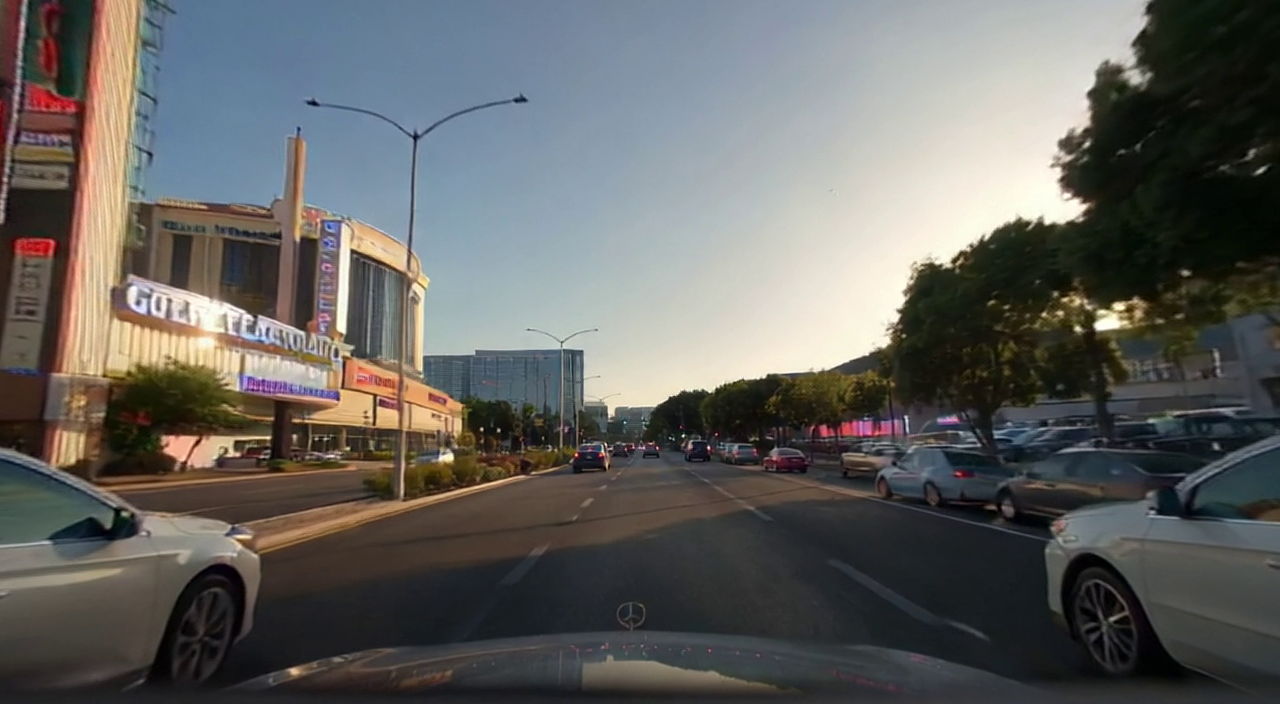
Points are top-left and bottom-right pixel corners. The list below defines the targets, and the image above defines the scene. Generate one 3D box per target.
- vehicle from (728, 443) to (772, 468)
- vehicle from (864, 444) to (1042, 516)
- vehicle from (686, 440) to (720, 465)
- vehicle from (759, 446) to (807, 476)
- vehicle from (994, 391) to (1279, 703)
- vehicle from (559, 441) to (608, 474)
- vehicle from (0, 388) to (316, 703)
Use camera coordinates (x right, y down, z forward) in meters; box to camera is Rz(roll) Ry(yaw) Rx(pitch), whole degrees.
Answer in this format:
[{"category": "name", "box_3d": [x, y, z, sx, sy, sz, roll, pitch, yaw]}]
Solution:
[{"category": "vehicle", "box_3d": [7.535, 7.135, 43.664, 1.918, 1.598, 4.536, 0, -8, -4]}, {"category": "vehicle", "box_3d": [7.377, 3.021, 15.513, 1.976, 1.469, 4.576, 0, -8, -1]}, {"category": "vehicle", "box_3d": [4.487, 7.268, 45.636, 2.007, 1.683, 4.171, 0, -8, -1]}, {"category": "vehicle", "box_3d": [7.543, 5.764, 33.559, 1.654, 1.440, 3.647, 0, -8, -1]}, {"category": "vehicle", "box_3d": [3.315, 0.823, 1.809, 1.981, 1.499, 4.536, 0, -8, 1]}, {"category": "vehicle", "box_3d": [-2.737, 5.210, 31.384, 1.917, 1.511, 4.436, -1, -8, 1]}, {"category": "vehicle", "box_3d": [-3.328, 0.831, 1.788, 2.155, 1.504, 4.776, -1, -8, 2]}]
